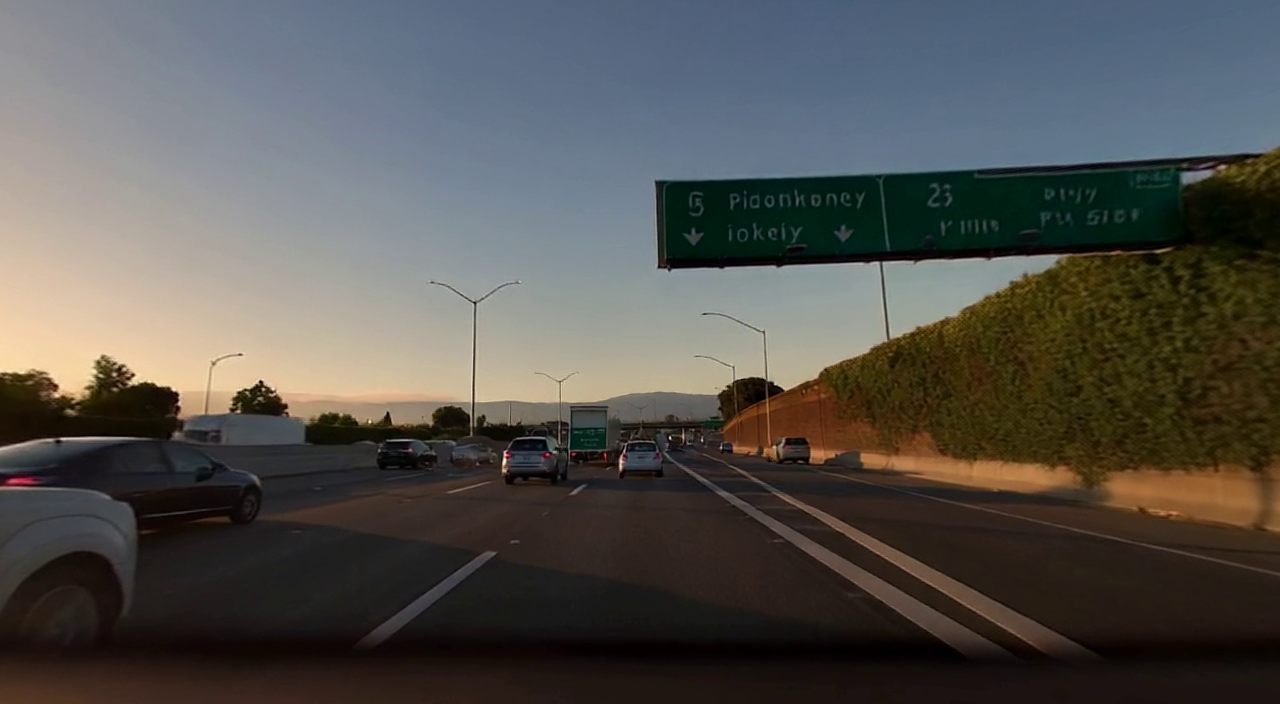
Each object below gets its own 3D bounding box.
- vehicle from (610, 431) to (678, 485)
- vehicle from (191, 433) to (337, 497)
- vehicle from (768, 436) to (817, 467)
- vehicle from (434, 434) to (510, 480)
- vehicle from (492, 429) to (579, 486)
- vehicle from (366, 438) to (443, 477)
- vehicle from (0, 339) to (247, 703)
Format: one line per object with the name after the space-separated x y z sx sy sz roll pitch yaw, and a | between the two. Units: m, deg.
0.149 3.705 22.330 2.180 1.716 3.920 0 -8 1 | vehicle
-10.983 3.303 18.810 1.863 1.696 3.885 0 -8 1 | vehicle
9.043 5.949 37.788 2.026 1.718 4.522 -1 -8 3 | vehicle
-6.963 4.381 26.632 1.998 1.770 4.222 0 -8 1 | vehicle
-3.527 3.675 22.208 2.125 1.792 4.466 0 -8 2 | vehicle
-10.824 4.865 29.293 1.894 1.669 4.251 0 -8 0 | vehicle
-3.449 0.699 1.489 2.209 1.711 4.296 0 -8 1 | vehicle
